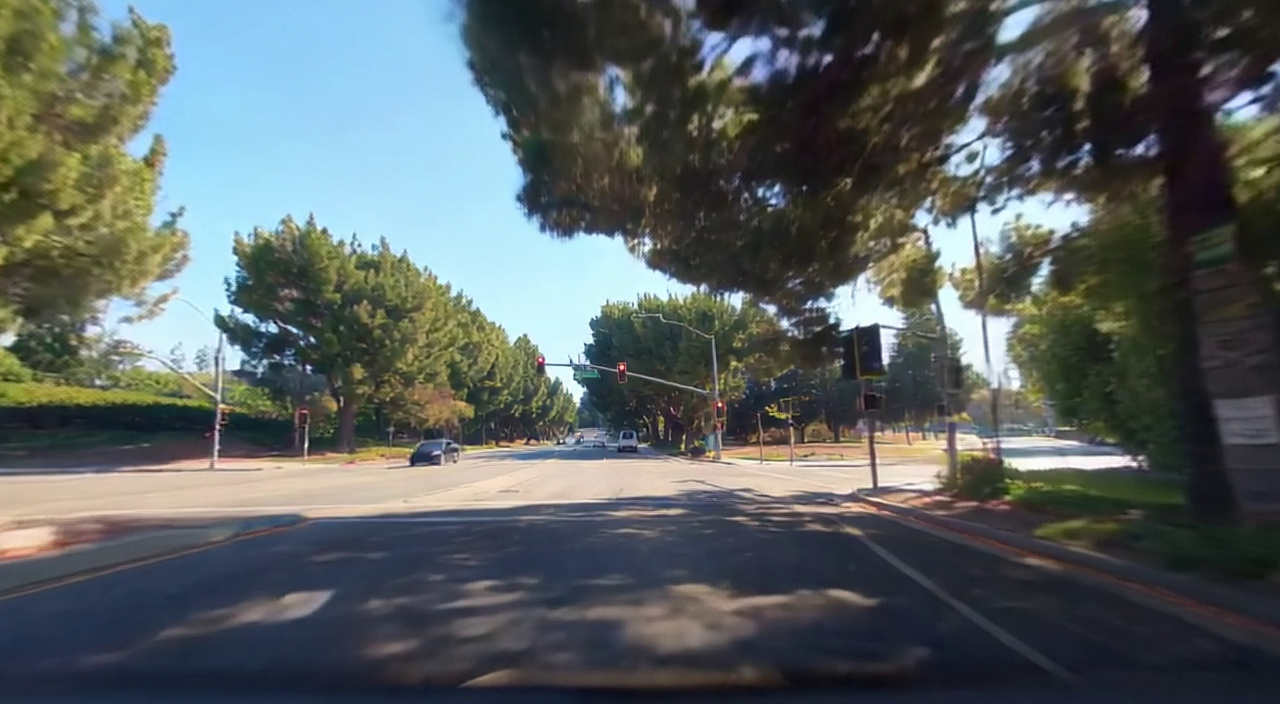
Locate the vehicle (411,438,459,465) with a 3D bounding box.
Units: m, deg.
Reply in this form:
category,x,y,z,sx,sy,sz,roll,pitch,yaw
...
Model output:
category,x,y,z,sx,sy,sz,roll,pitch,yaw
vehicle,-13.340,6.499,41.236,1.877,1.600,3.952,1,-9,-1
